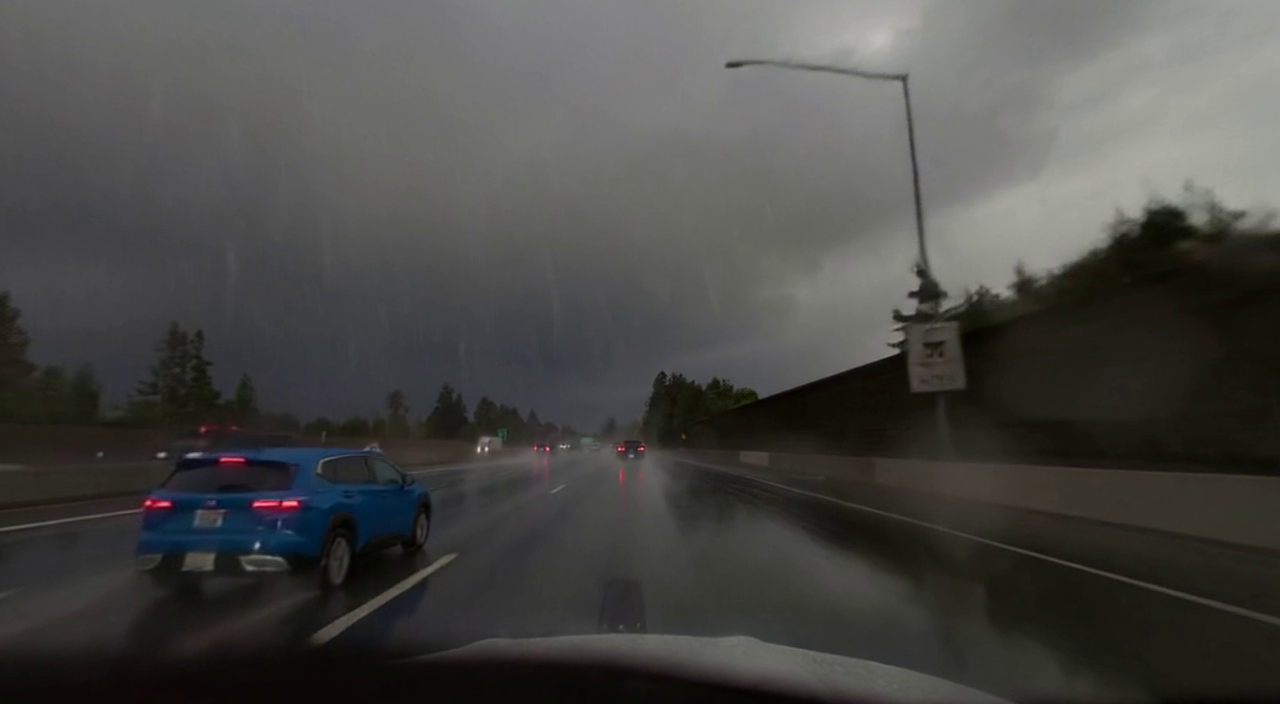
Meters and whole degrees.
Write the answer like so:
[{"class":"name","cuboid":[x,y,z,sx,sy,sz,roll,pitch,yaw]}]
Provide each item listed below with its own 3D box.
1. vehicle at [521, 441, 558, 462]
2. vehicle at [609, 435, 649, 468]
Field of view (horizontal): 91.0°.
[{"class":"vehicle","cuboid":[-7.544,7.543,47.854,2.019,1.523,4.396,0,-9,1]},{"class":"vehicle","cuboid":[-0.562,5.534,35.141,2.141,1.706,4.065,0,-9,0]}]
